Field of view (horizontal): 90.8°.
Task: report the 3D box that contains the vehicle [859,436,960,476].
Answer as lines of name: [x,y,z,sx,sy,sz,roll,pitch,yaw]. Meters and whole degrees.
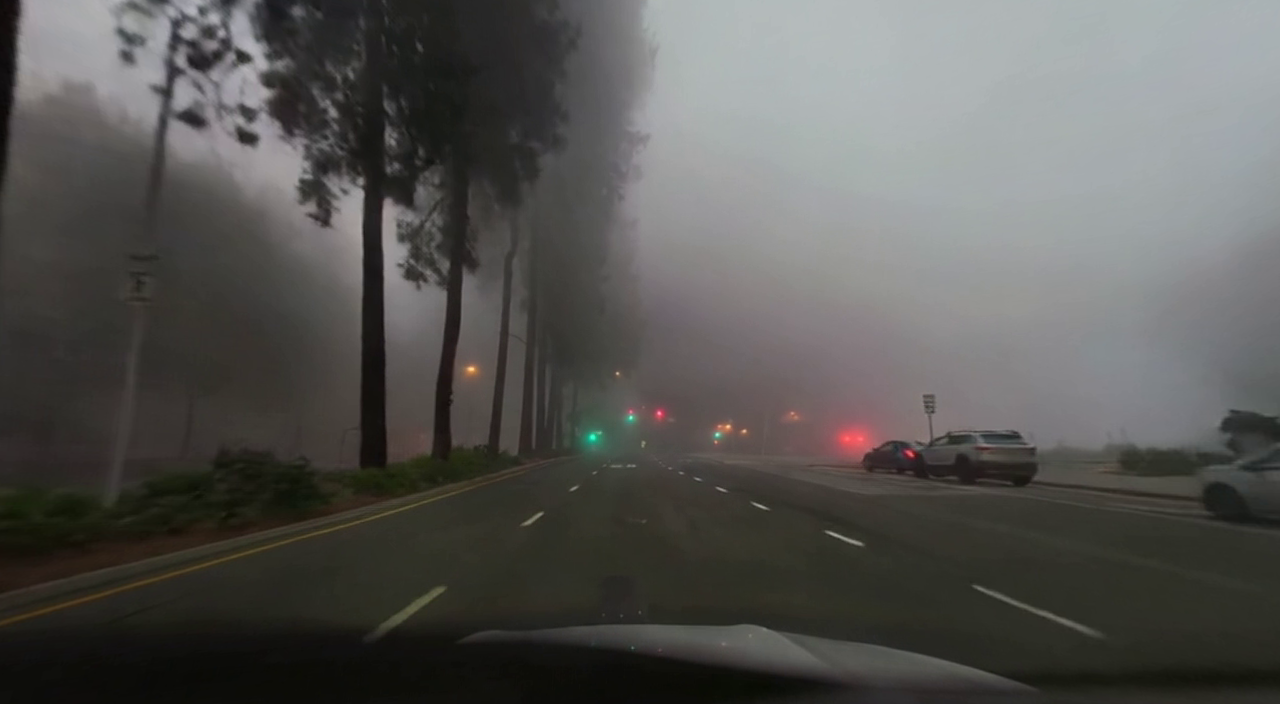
vehicle: [10.852,4.232,25.910,2.043,1.491,4.627,0,-9,-1]

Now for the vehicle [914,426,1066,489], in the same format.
vehicle: [10.724,3.274,19.903,1.947,1.716,4.861,0,-9,-1]
